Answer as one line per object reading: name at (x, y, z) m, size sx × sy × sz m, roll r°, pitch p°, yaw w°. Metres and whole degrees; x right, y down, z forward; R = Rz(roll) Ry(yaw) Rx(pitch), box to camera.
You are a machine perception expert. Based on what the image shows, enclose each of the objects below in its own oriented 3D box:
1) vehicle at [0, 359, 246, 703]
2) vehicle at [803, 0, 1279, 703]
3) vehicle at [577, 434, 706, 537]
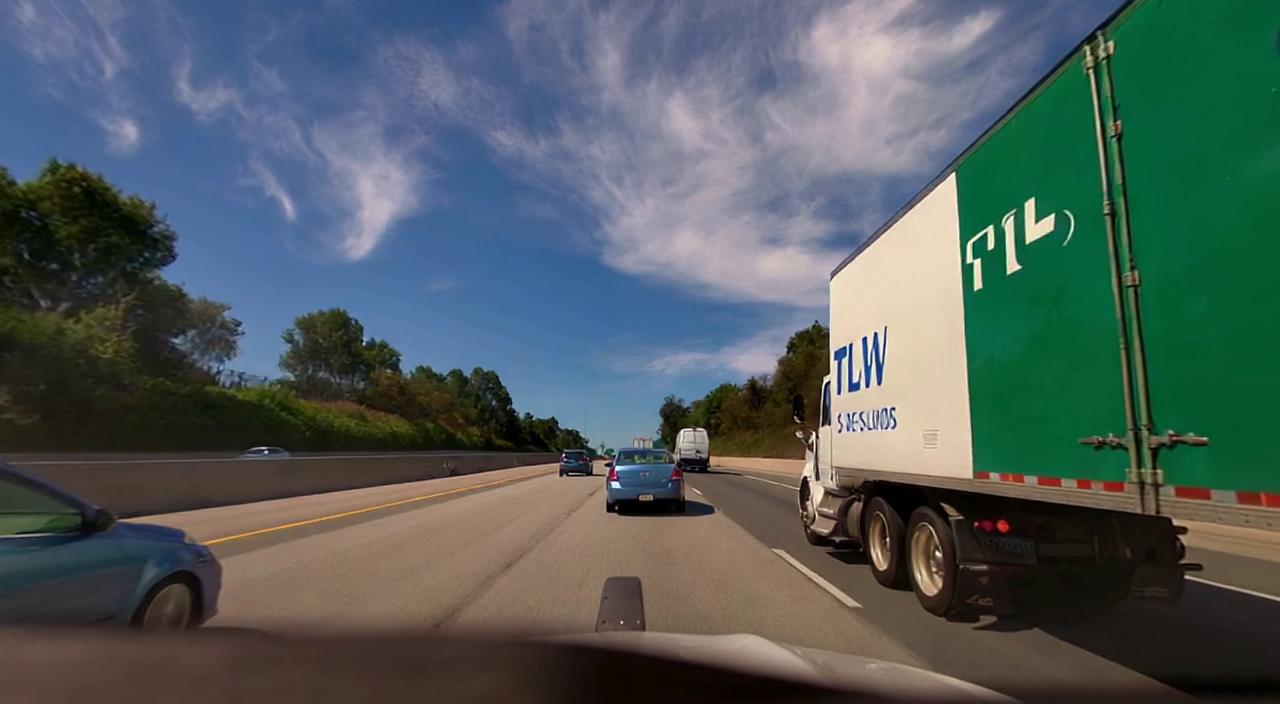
vehicle at (-3.500, 0.732, 1.570) m, size 1.985 × 1.671 × 4.604 m, roll 0°, pitch -9°, yaw 1°
vehicle at (3.788, -0.513, 0.497) m, size 2.981 × 4.069 × 16.756 m, roll 0°, pitch -9°, yaw 0°
vehicle at (0.011, 2.332, 11.485) m, size 1.973 × 1.574 × 3.426 m, roll 0°, pitch -9°, yaw 0°
